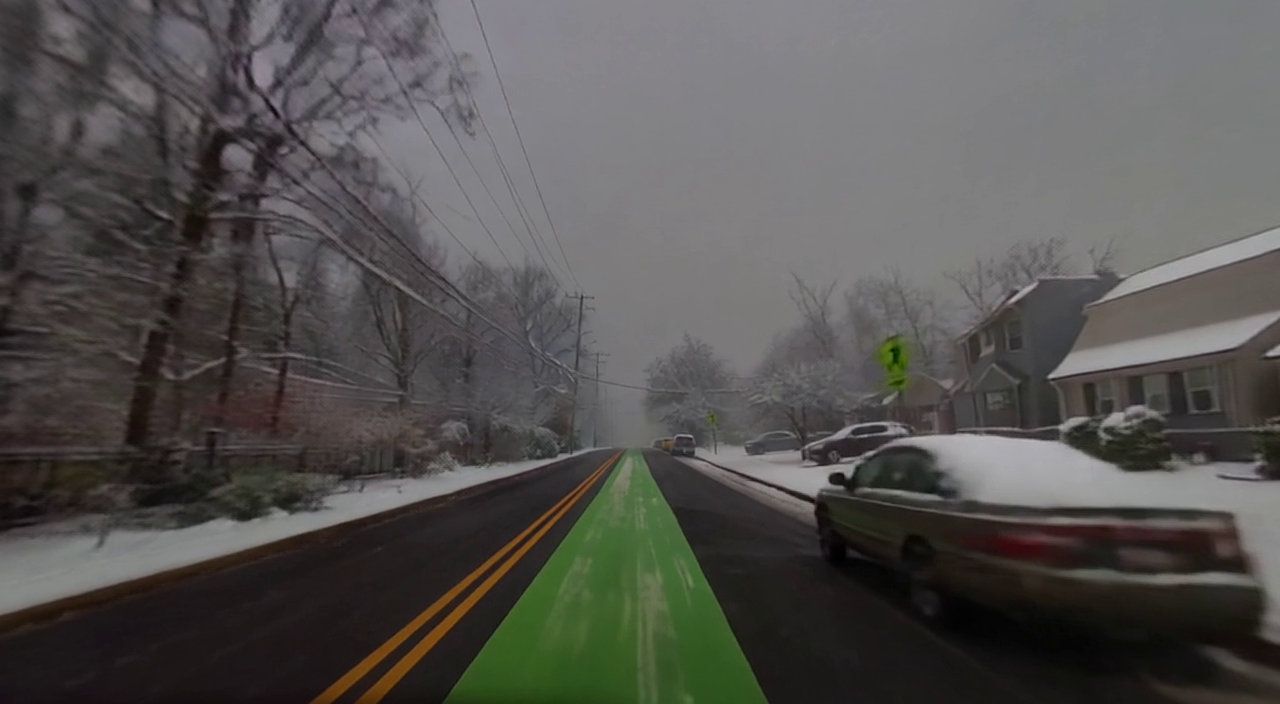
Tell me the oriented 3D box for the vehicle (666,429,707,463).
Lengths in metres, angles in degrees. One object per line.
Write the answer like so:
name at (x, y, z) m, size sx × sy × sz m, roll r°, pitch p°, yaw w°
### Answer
vehicle at (3.074, 6.409, 43.054) m, size 2.347 × 2.070 × 5.735 m, roll 1°, pitch -9°, yaw 0°

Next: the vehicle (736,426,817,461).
vehicle at (8.493, 5.738, 39.613) m, size 4.418 × 1.648 × 2.017 m, roll -6°, pitch -9°, yaw -1°

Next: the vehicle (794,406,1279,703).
vehicle at (3.056, 1.442, 5.609) m, size 1.989 × 1.545 × 5.423 m, roll 1°, pitch -9°, yaw 0°
